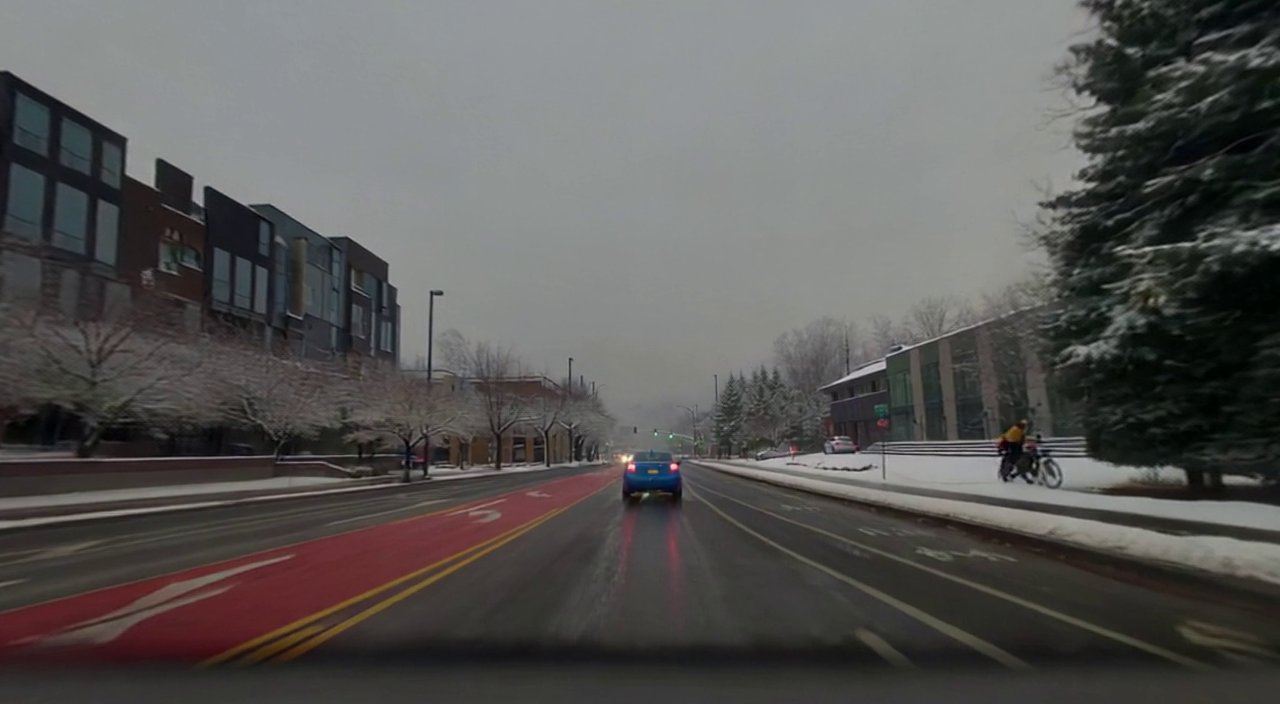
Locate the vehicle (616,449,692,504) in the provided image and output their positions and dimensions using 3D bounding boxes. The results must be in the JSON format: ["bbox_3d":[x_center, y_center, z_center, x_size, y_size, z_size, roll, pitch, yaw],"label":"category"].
[{"bbox_3d":[0.380,3.694,19.170,2.063,1.442,4.135,0,-9,0],"label":"vehicle"}]
